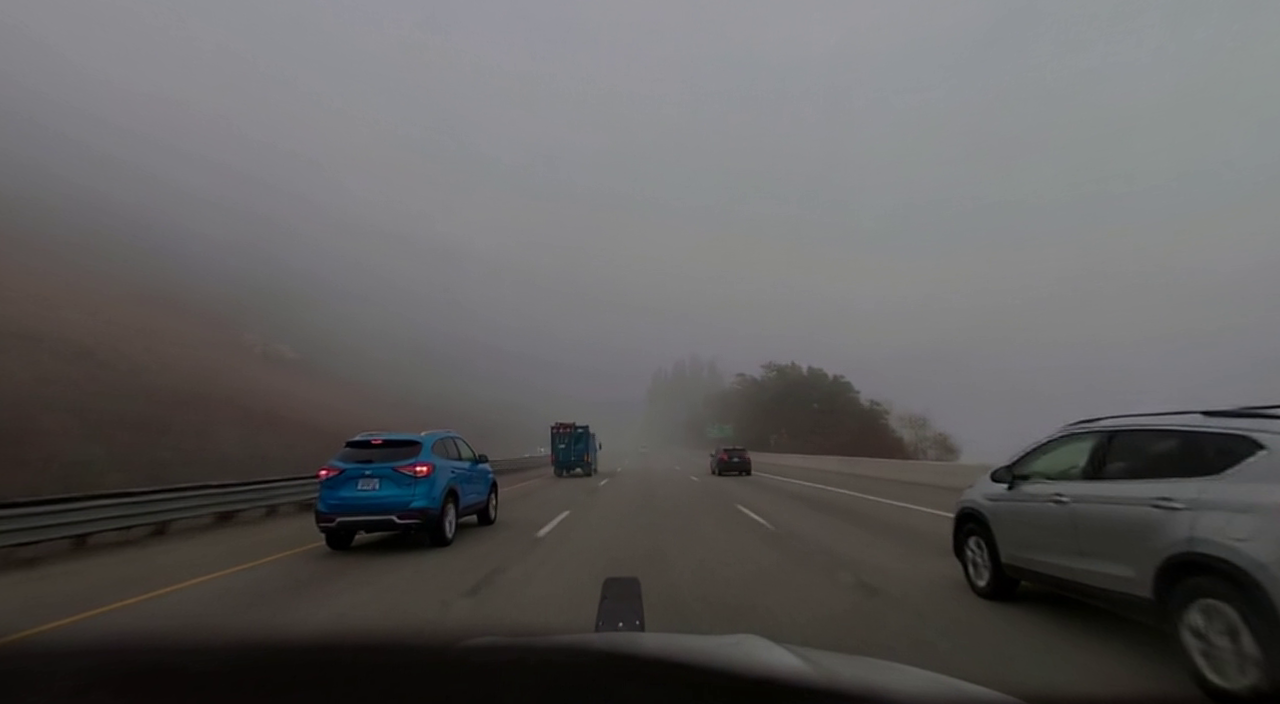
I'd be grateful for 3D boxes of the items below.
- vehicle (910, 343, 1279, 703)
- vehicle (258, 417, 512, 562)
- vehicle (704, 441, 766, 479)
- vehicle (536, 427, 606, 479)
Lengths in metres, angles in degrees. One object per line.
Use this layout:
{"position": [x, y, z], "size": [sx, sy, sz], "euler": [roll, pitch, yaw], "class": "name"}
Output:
{"position": [3.781, 1.009, 4.016], "size": [2.066, 1.696, 4.604], "euler": [0, -8, 0], "class": "vehicle"}
{"position": [-3.480, 1.951, 9.675], "size": [2.080, 1.716, 4.207], "euler": [0, -8, 1], "class": "vehicle"}
{"position": [4.202, 4.878, 28.707], "size": [2.071, 1.570, 4.637], "euler": [0, -8, 0], "class": "vehicle"}
{"position": [-3.010, 4.624, 29.002], "size": [2.494, 2.136, 5.539], "euler": [0, -8, 1], "class": "vehicle"}
